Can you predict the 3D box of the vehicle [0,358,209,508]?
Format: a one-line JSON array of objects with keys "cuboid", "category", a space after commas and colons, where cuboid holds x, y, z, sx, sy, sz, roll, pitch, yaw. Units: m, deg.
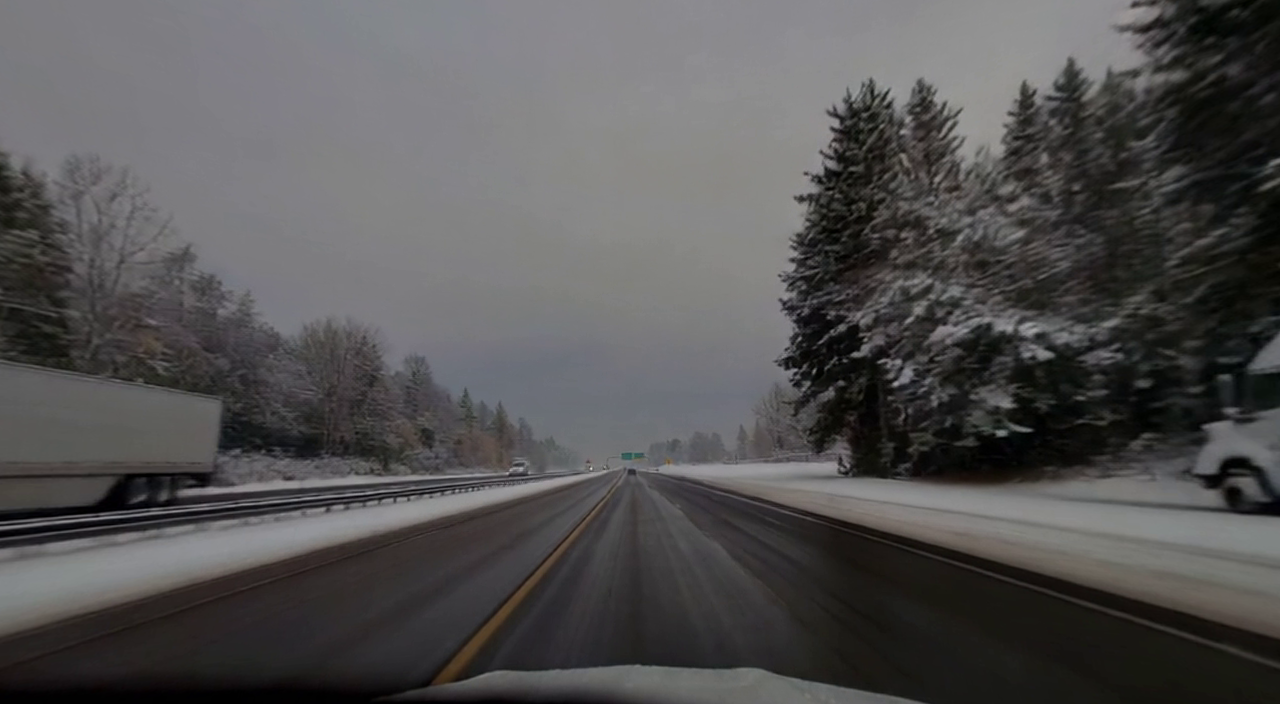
[{"cuboid": [-18.110, 2.301, 17.548, 2.803, 3.838, 13.453, 1, -10, -1], "category": "vehicle"}]
